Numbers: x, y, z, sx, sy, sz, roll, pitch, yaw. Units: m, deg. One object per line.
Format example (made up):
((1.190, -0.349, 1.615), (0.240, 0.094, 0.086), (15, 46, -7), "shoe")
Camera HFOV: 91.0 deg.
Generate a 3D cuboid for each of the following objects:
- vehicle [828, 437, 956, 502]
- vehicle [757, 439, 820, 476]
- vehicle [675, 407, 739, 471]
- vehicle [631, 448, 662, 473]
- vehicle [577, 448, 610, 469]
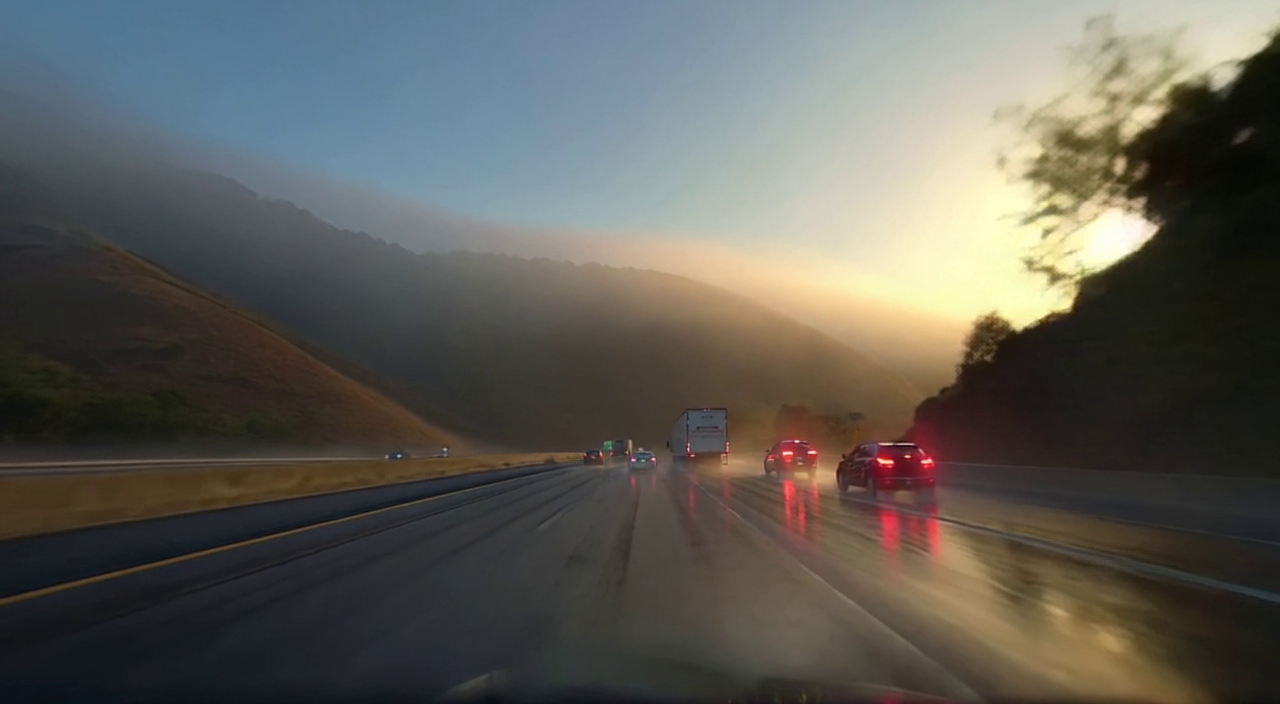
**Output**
((7.246, 3.407, 18.706), (2.044, 1.676, 4.421), (0, -9, 1), "vehicle")
((7.686, 5.519, 33.123), (2.143, 1.775, 4.729), (0, -9, 0), "vehicle")
((4.122, 5.798, 41.593), (3.130, 3.607, 11.129), (0, -9, 1), "vehicle")
((0.388, 6.843, 40.081), (1.866, 1.492, 3.932), (0, -9, 0), "vehicle")
((-3.480, 8.066, 47.836), (2.132, 1.506, 4.256), (0, -9, 0), "vehicle")
